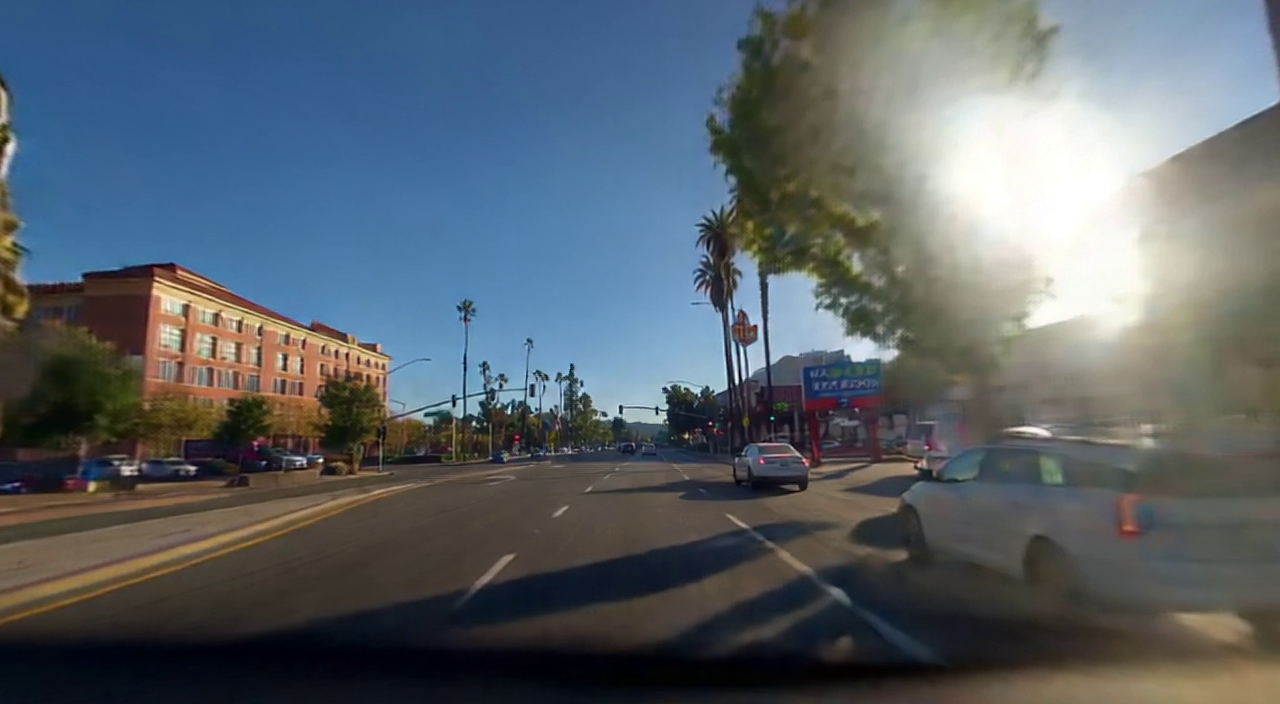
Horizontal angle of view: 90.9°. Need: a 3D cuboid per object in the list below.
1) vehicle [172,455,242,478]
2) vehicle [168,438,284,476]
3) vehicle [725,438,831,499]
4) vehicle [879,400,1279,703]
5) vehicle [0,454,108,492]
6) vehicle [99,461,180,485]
[{"bbox_3d":[-29.465,7.790,43.062,1.966,1.430,4.309,0,-9,-4],"label":"vehicle"},{"bbox_3d":[-30.758,7.785,46.989,7.019,2.687,2.419,-1,-8,4],"label":"vehicle"},{"bbox_3d":[3.694,3.209,17.814,1.870,1.467,4.800,0,-8,0],"label":"vehicle"},{"bbox_3d":[3.677,1.294,5.023,1.931,1.534,4.126,0,-8,0],"label":"vehicle"},{"bbox_3d":[-31.984,6.443,33.678,4.978,1.873,2.164,0,-8,-1],"label":"vehicle"},{"bbox_3d":[-31.382,7.562,39.642,1.703,1.328,4.065,0,-8,1],"label":"vehicle"}]
